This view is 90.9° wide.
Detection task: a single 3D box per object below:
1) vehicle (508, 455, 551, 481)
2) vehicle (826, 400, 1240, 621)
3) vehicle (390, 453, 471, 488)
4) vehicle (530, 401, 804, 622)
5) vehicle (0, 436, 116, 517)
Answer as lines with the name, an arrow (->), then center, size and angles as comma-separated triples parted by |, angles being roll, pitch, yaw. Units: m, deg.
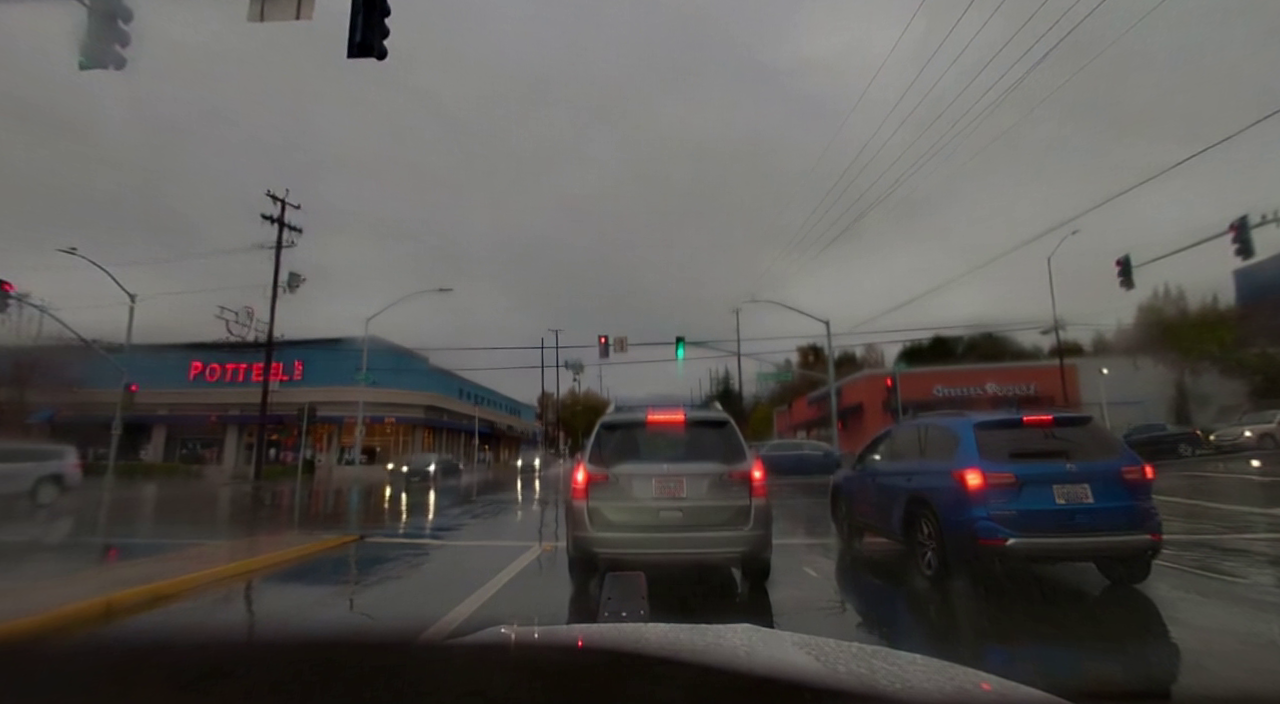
vehicle -> -8.457, 8.940, 48.766 | 2.029, 1.776, 4.711 | -1, -8, 6
vehicle -> 3.613, 1.517, 6.973 | 1.976, 1.664, 4.189 | -1, -8, 2
vehicle -> -9.863, 5.617, 30.138 | 1.911, 1.461, 4.691 | -1, -8, 5
vehicle -> 0.257, 1.511, 6.827 | 2.098, 1.682, 3.778 | 0, -8, 2
vehicle -> -14.831, 2.784, 14.161 | 1.936, 1.740, 4.647 | -1, -8, 3
